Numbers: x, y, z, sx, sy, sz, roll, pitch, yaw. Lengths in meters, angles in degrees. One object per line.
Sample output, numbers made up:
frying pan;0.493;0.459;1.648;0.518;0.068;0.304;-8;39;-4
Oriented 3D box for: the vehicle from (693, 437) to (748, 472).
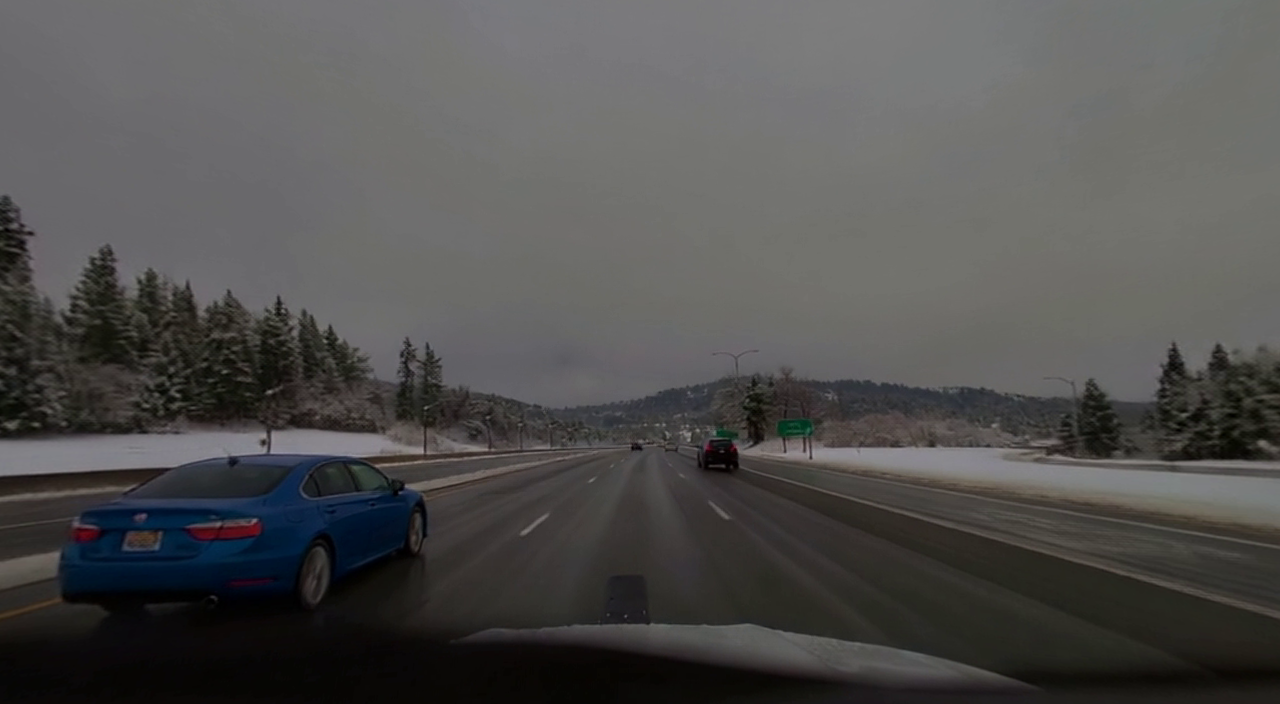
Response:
vehicle;3.708;4.799;29.703;1.916;1.469;4.481;0;-8;-1
